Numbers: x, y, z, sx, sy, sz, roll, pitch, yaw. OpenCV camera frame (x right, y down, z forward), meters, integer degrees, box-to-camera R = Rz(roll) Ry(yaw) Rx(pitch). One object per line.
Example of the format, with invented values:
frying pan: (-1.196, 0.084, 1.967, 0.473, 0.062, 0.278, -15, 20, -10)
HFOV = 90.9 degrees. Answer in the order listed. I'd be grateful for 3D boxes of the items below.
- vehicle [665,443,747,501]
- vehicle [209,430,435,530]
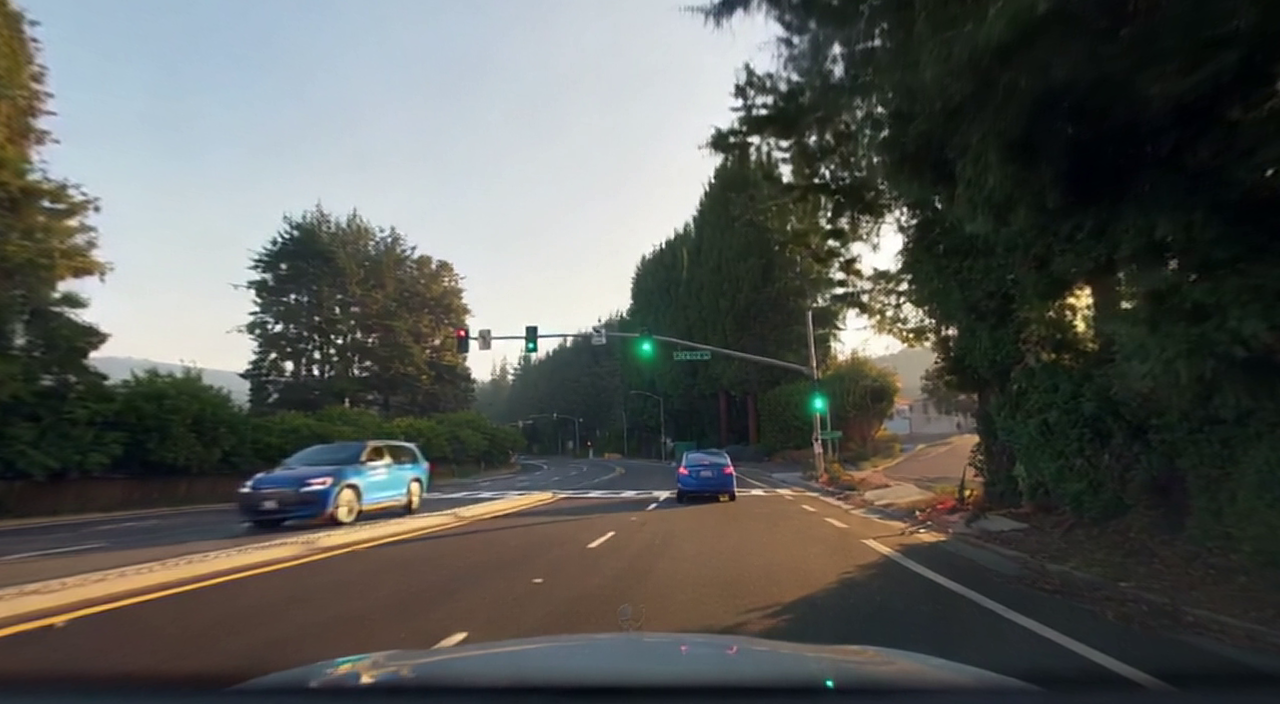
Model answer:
vehicle: (1.912, 3.536, 19.028, 2.148, 1.521, 4.089, -1, -8, 4)
vehicle: (-7.147, 2.908, 15.075, 2.150, 1.927, 5.209, -2, -8, 8)
